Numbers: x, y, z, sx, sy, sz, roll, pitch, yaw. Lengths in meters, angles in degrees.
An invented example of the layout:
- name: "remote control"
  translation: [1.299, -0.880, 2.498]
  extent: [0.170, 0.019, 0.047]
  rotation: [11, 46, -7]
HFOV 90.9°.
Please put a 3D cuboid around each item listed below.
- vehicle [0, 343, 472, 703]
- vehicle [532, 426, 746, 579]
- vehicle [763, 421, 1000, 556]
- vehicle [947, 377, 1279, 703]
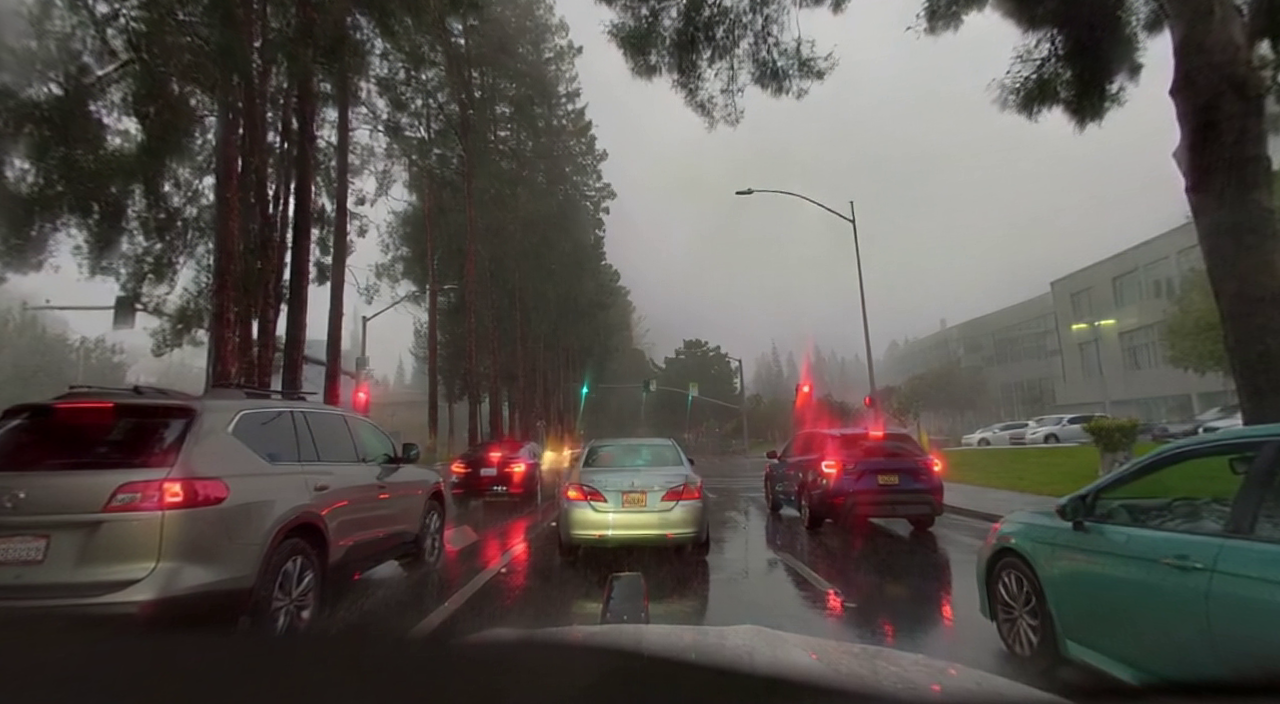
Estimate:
- name: "vehicle"
  translation: [-3.143, 1.175, 5.128]
  extent: [2.168, 1.750, 4.625]
  rotation: [-1, -8, 1]
- name: "vehicle"
  translation: [-0.035, 1.809, 8.373]
  extent: [2.147, 1.507, 3.953]
  rotation: [0, -8, -1]
- name: "vehicle"
  translation: [3.423, 2.016, 10.052]
  extent: [2.040, 1.647, 4.379]
  rotation: [0, -9, 0]
- name: "vehicle"
  translation: [3.320, 0.964, 2.829]
  extent: [1.899, 1.588, 3.888]
  rotation: [0, -8, 0]
